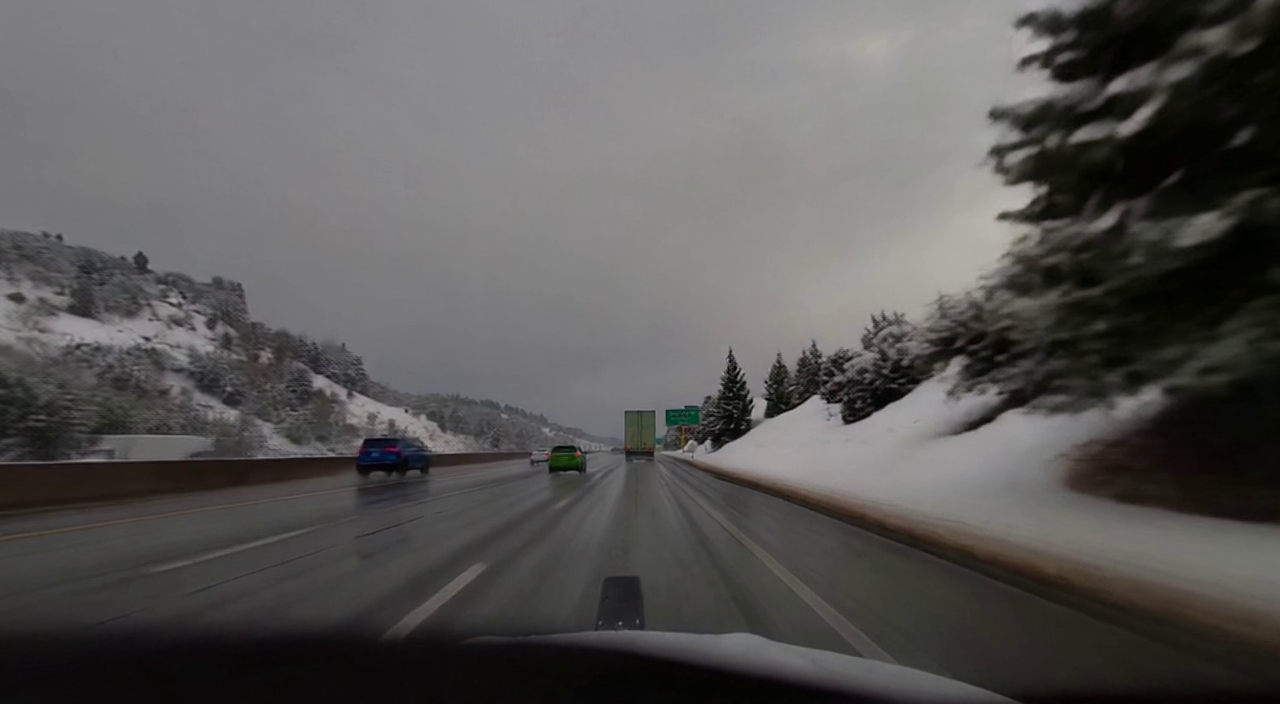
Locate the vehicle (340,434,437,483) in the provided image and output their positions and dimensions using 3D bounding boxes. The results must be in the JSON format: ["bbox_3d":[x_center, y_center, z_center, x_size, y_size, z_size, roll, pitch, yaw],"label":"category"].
[{"bbox_3d":[-10.818,4.618,27.581,2.111,1.906,5.028,0,-9,1],"label":"vehicle"}]

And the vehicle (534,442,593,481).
[{"bbox_3d":[-3.637,5.280,30.707,2.194,1.725,4.698,0,-9,1],"label":"vehicle"}]
